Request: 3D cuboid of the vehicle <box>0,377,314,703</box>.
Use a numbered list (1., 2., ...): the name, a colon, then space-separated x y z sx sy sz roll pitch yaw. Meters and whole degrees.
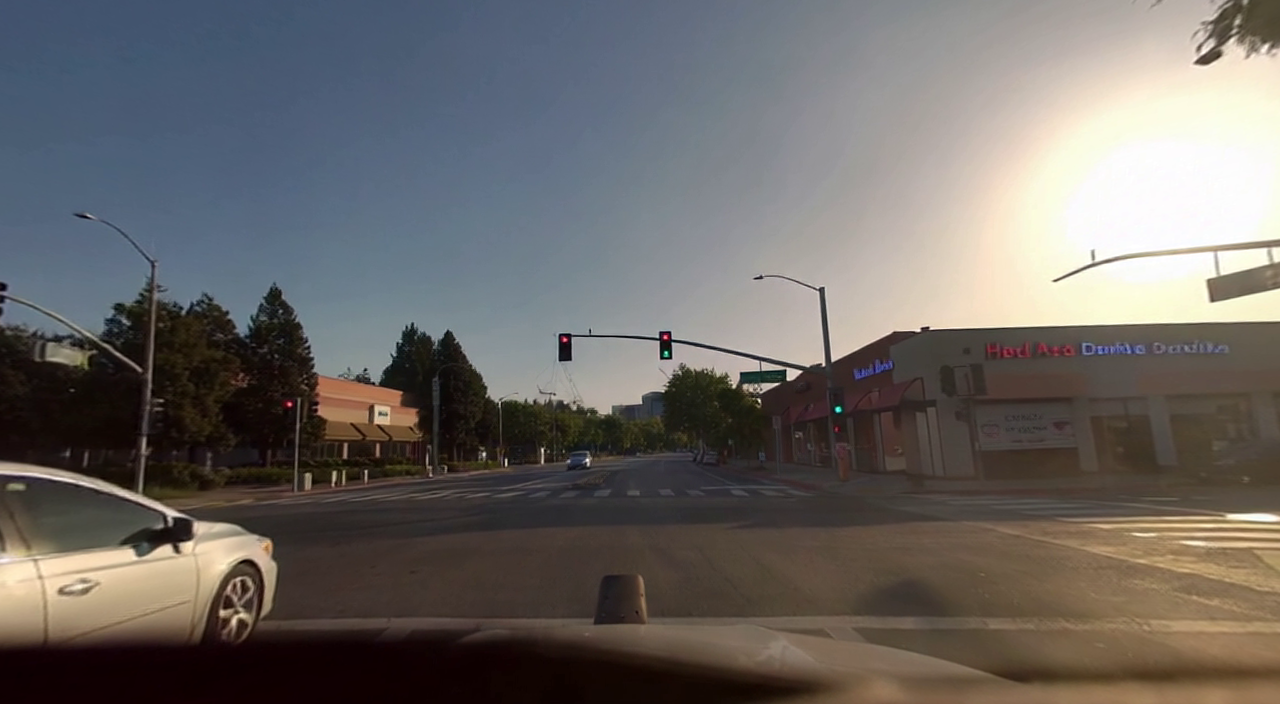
1. vehicle: -3.498 0.937 2.597 1.947 1.627 4.248 0 -9 1
